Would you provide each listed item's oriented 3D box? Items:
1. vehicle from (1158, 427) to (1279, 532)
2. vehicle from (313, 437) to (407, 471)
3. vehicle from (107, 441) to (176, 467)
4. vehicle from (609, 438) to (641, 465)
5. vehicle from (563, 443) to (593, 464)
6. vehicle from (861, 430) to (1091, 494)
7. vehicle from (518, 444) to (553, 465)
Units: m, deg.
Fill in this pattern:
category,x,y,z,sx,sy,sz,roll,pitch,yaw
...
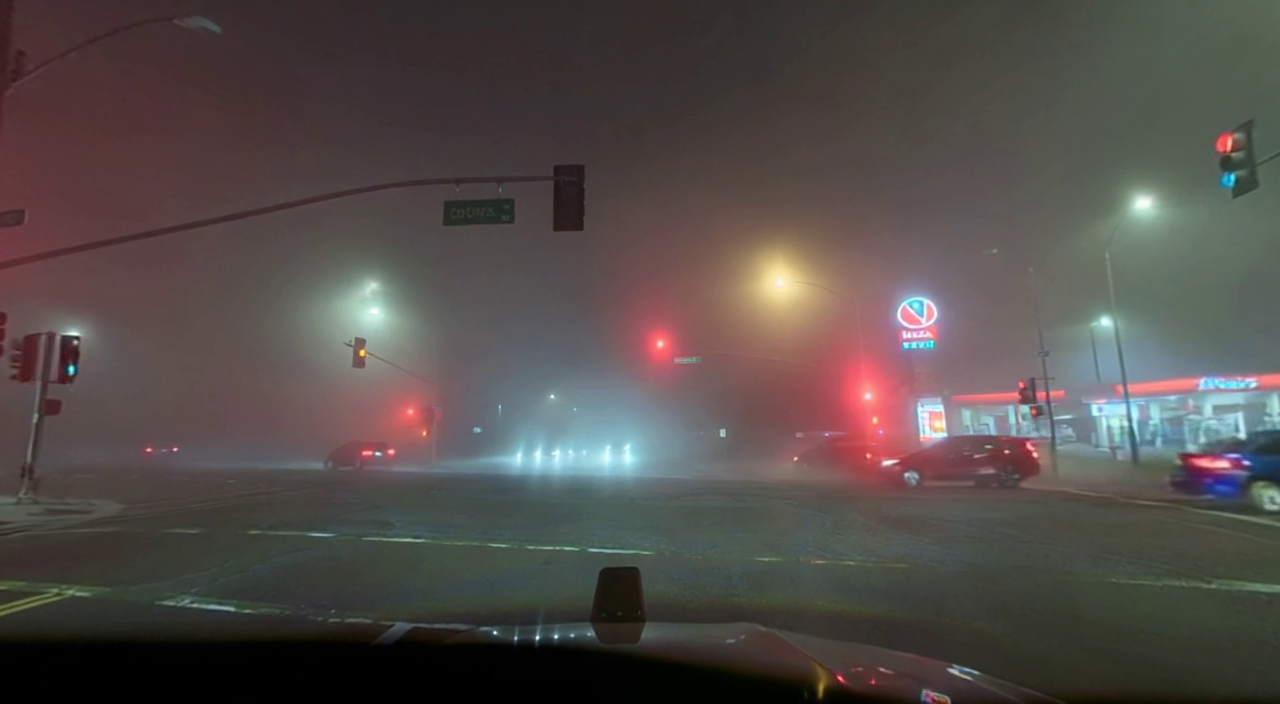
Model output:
category,x,y,z,sx,sy,sz,roll,pitch,yaw
vehicle,10.775,1.814,9.116,4.670,1.458,1.959,-5,-9,27
vehicle,-14.587,5.306,32.884,4.568,1.643,1.911,-5,-9,27
vehicle,-34.203,6.986,43.346,4.562,1.676,1.819,-5,-9,27
vehicle,-1.127,7.076,45.143,2.083,1.764,5.011,0,-8,-3
vehicle,-4.596,7.586,47.334,2.003,1.481,4.091,0,-8,-3
vehicle,8.391,2.792,16.165,4.681,1.495,2.096,0,-8,0
vehicle,-7.923,7.805,48.112,2.079,1.491,4.045,0,-8,-1
